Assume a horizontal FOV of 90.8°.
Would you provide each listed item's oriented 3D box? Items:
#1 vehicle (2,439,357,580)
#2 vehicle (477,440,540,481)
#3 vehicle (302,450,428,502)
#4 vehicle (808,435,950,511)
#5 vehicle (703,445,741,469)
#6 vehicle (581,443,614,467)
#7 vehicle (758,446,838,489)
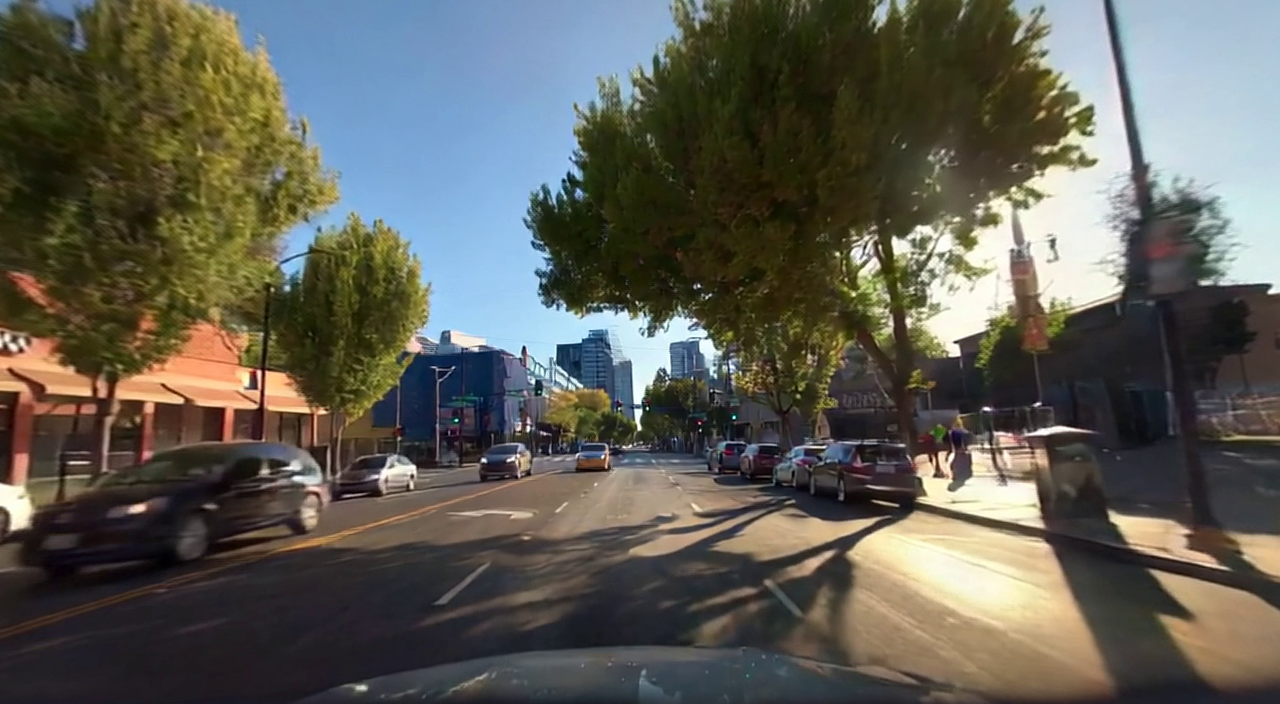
[{"bbox_3d":[-6.089,2.074,9.222,1.898,1.532,4.337,0,-9,0],"label":"vehicle"},{"bbox_3d":[-6.115,5.097,29.922,2.020,1.754,4.442,0,-9,0],"label":"vehicle"},{"bbox_3d":[-9.001,4.072,21.231,2.191,1.472,4.684,0,-9,-1],"label":"vehicle"},{"bbox_3d":[6.070,3.099,16.720,2.047,1.720,4.353,0,-9,0],"label":"vehicle"},{"bbox_3d":[5.754,7.408,44.776,2.011,1.603,4.395,0,-9,-1],"label":"vehicle"},{"bbox_3d":[-3.230,7.938,48.852,2.168,1.784,4.681,0,-9,1],"label":"vehicle"},{"bbox_3d":[5.877,4.327,24.108,1.834,1.454,4.410,0,-9,-1],"label":"vehicle"}]
